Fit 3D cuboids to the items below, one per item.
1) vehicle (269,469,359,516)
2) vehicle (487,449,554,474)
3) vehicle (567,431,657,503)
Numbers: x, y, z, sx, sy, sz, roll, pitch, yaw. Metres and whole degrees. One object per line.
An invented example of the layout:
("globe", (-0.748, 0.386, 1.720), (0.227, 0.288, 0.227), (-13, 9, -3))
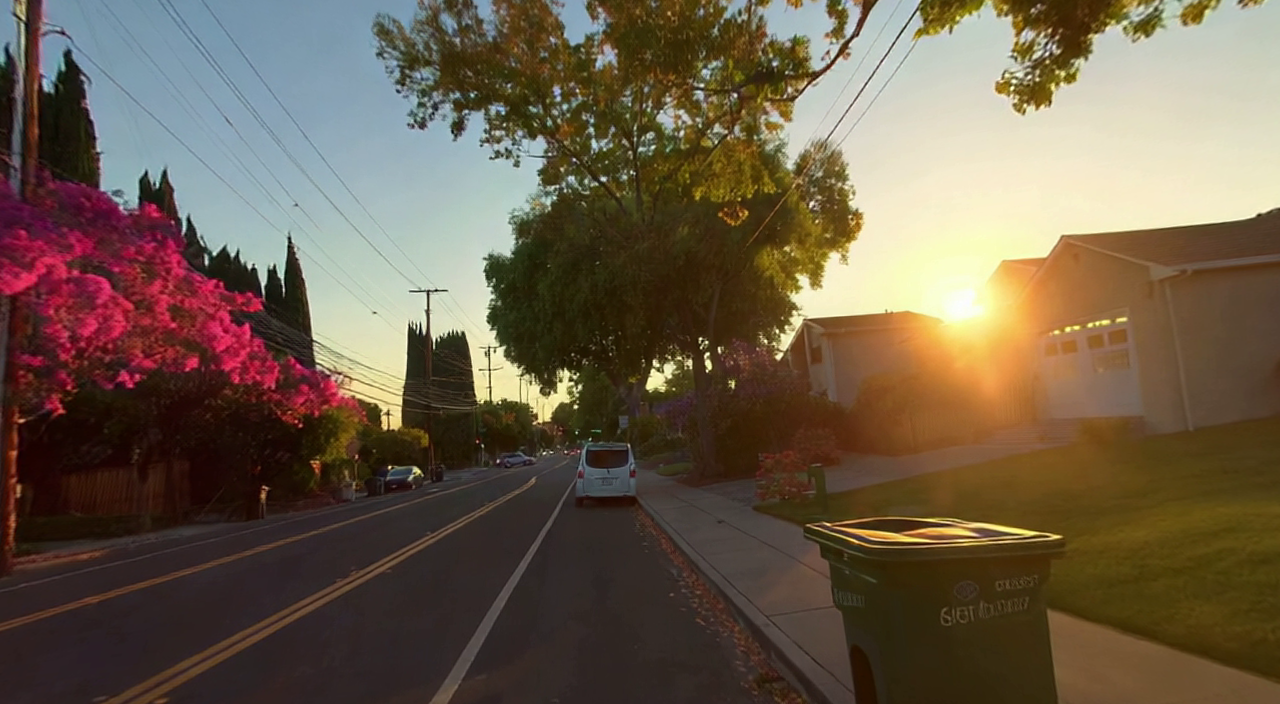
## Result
("vehicle", (-13.764, 5.920, 26.979), (1.982, 1.660, 4.142), (1, -8, -6))
("vehicle", (-9.142, 8.396, 48.615), (4.723, 1.679, 2.218), (-2, -9, 1))
("vehicle", (-0.827, 3.081, 17.388), (2.190, 1.708, 4.115), (0, -8, -4))
